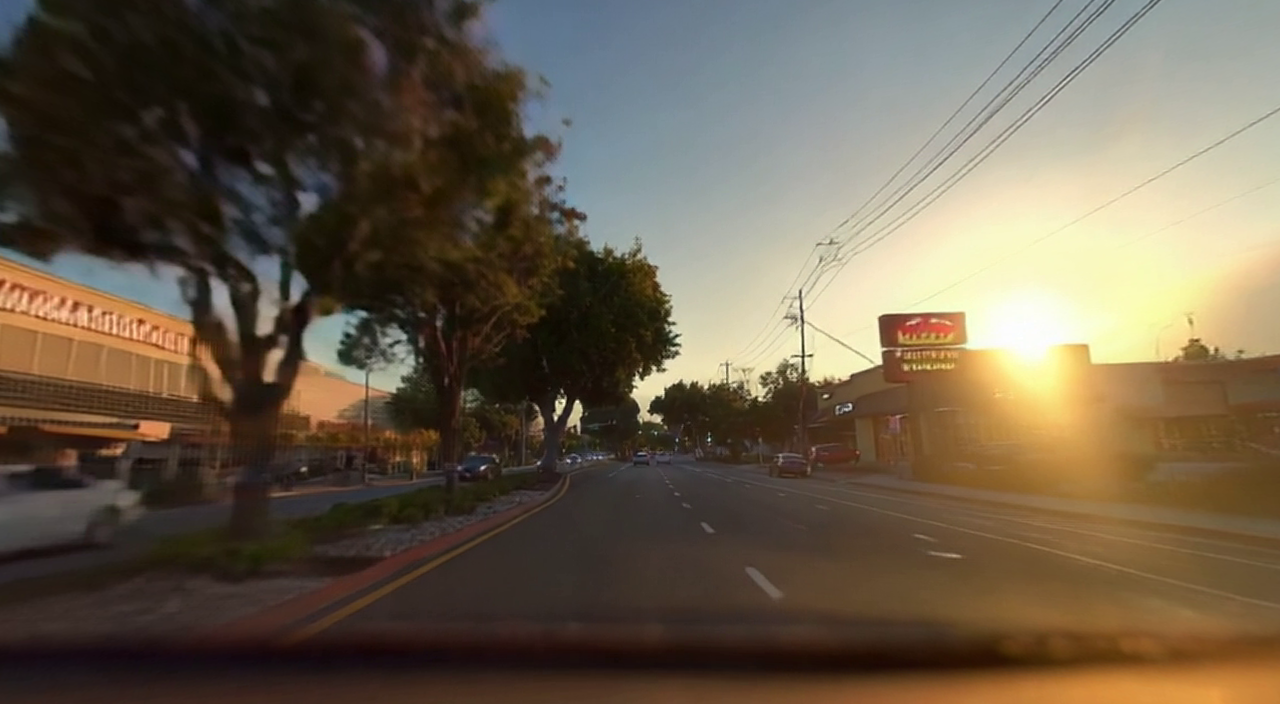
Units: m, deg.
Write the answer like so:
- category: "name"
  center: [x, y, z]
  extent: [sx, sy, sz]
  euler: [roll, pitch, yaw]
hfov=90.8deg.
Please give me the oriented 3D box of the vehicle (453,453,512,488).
- category: "vehicle"
  center: [-8.534, 6.425, 34.622]
  extent: [2.113, 1.703, 4.459]
  euler: [0, -9, -1]

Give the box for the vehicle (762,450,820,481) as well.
- category: "vehicle"
  center: [9.405, 7.104, 39.915]
  extent: [2.358, 1.785, 5.404]
  euler: [0, -9, 0]

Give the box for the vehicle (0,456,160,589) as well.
- category: "vehicle"
  center: [-8.662, 2.075, 7.634]
  extent: [2.043, 1.536, 4.682]
  euler: [0, -9, 0]
